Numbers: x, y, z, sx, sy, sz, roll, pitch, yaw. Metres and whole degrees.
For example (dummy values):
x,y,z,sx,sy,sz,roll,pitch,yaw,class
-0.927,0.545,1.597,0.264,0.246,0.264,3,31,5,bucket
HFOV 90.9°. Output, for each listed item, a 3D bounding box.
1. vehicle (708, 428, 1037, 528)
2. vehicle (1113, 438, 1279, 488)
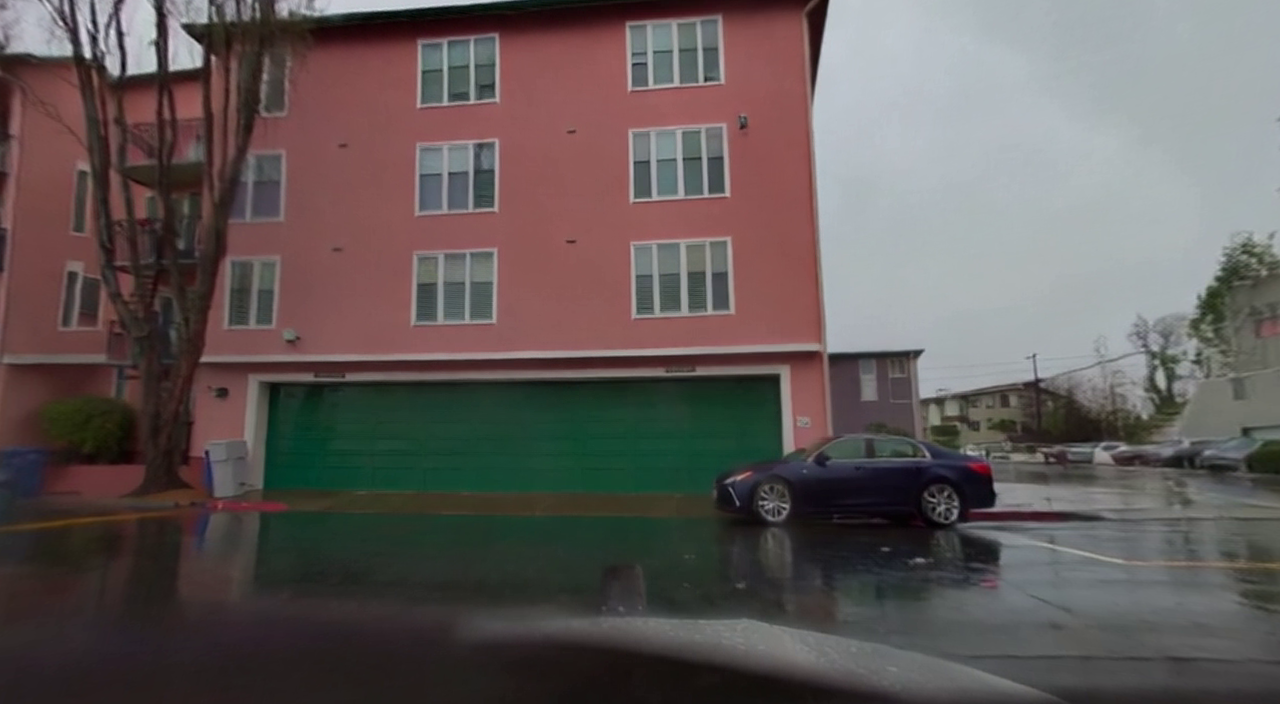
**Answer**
x,y,z,sx,sy,sz,roll,pitch,yaw,class
3.518,2.002,10.369,4.697,1.444,1.825,-1,-8,5,vehicle
17.650,3.443,19.757,3.905,1.475,2.057,-1,-8,5,vehicle
